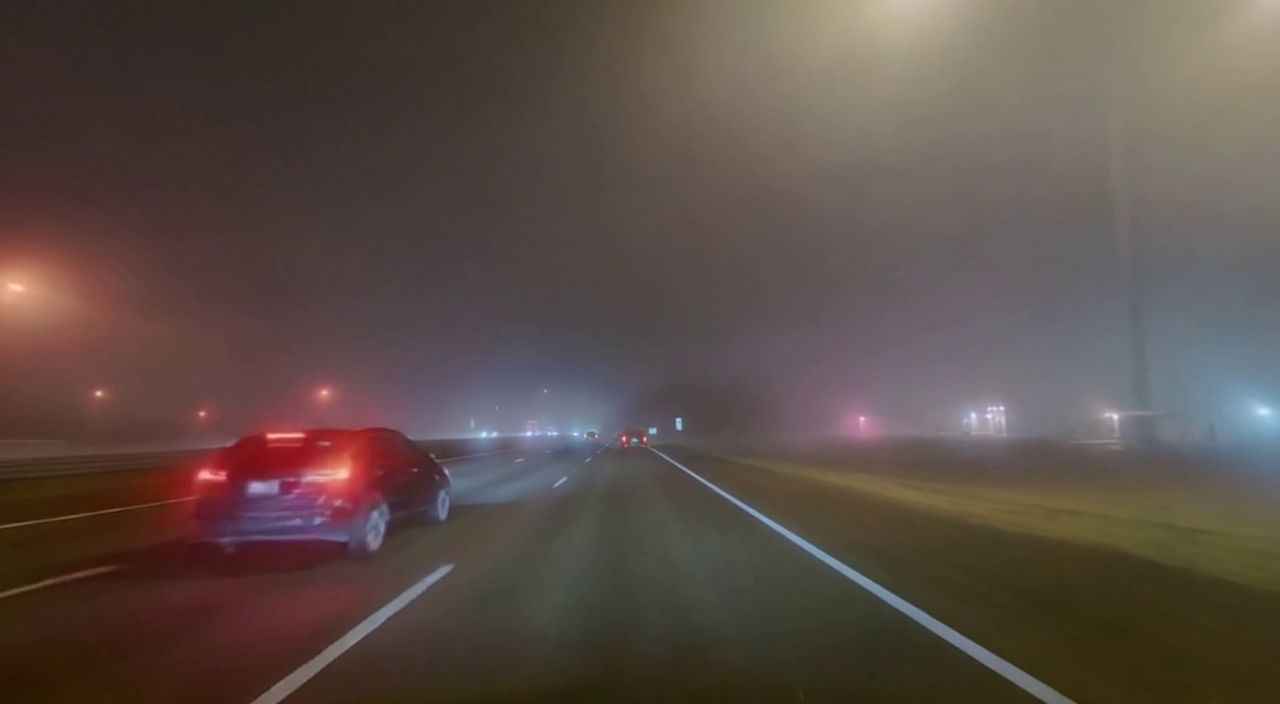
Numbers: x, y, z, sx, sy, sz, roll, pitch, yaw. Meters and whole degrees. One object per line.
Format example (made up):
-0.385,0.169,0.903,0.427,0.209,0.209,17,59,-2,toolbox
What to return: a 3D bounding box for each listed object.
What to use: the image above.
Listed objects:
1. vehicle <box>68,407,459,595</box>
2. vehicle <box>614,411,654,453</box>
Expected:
-3.616,1.470,7.117,1.955,1.508,3.996,0,-8,0,vehicle
-0.507,5.560,43.612,2.418,2.704,6.445,0,-8,-4,vehicle
